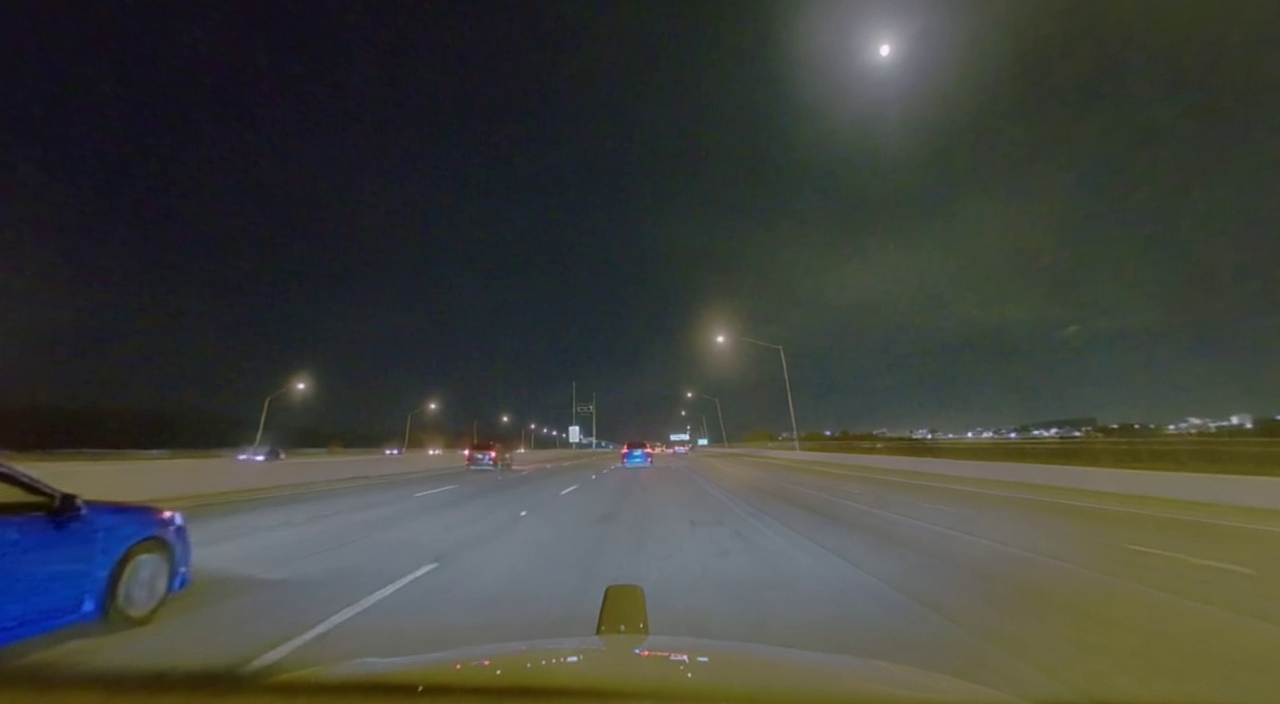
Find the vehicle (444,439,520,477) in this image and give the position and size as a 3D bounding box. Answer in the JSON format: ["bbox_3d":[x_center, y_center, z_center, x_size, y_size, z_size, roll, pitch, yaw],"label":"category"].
[{"bbox_3d":[-6.840,4.650,27.799,1.994,1.519,4.668,0,-9,2],"label":"vehicle"}]

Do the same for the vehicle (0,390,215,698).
[{"bbox_3d":[-4.455,0.906,2.612,2.124,1.607,4.531,0,-9,1],"label":"vehicle"}]

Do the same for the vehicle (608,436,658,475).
[{"bbox_3d":[-0.239,4.807,29.374,2.155,1.690,4.318,0,-9,2],"label":"vehicle"}]
